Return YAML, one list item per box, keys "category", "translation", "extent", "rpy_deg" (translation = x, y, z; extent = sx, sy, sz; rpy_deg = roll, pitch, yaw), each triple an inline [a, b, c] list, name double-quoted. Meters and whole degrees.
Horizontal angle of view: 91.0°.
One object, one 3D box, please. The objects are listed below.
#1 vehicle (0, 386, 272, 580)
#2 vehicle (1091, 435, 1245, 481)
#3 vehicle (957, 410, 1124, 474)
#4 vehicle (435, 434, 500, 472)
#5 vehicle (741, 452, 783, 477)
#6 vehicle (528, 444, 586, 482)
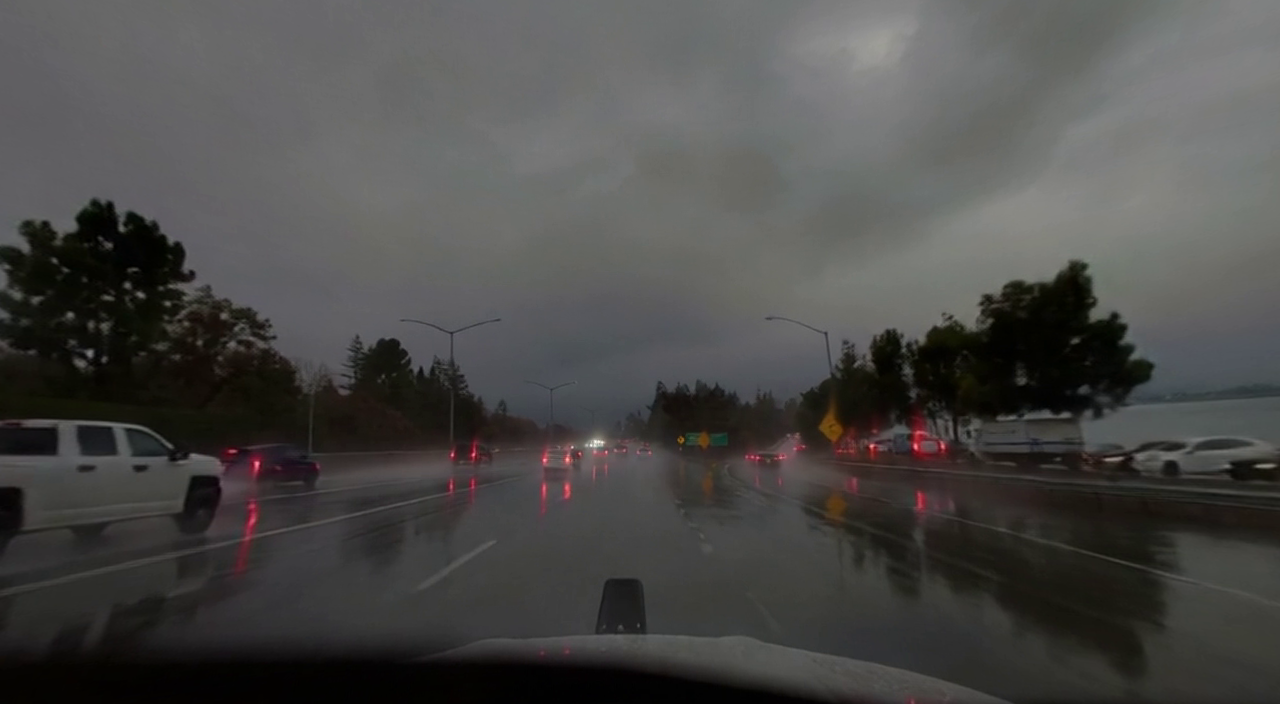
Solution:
- category: "vehicle"
  translation: [-7.347, 1.493, 7.601]
  extent: [2.250, 1.870, 5.647]
  rpy_deg: [0, -9, 2]
- category: "vehicle"
  translation: [21.800, 4.367, 26.386]
  extent: [2.097, 1.692, 5.148]
  rpy_deg: [-1, -8, 2]
- category: "vehicle"
  translation: [25.640, 5.967, 41.512]
  extent: [4.211, 3.637, 11.169]
  rpy_deg: [0, -9, 3]
- category: "vehicle"
  translation: [-10.858, 6.412, 40.122]
  extent: [2.442, 2.191, 5.760]
  rpy_deg: [0, -9, 1]
- category: "vehicle"
  translation: [7.945, 7.338, 41.344]
  extent: [2.153, 1.510, 4.646]
  rpy_deg: [0, -9, 4]
- category: "vehicle"
  translation: [-4.032, 5.453, 31.323]
  extent: [2.132, 1.708, 4.571]
  rpy_deg: [0, -9, 2]
